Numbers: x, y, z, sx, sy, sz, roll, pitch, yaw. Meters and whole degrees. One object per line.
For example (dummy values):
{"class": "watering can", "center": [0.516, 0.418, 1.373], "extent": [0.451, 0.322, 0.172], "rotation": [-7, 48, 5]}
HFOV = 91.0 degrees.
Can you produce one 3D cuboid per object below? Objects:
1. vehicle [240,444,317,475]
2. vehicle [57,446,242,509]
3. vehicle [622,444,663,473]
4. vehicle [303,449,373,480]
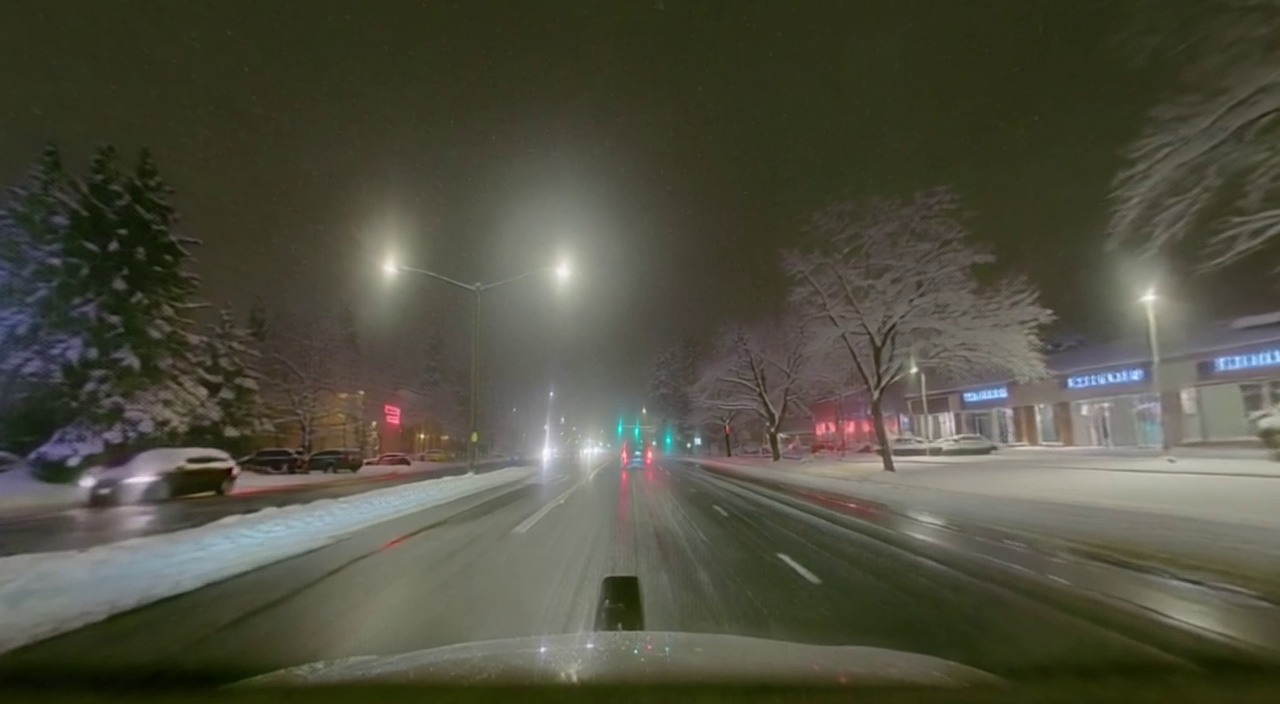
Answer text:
{"class": "vehicle", "center": [-24.233, 7.196, 42.465], "extent": [2.146, 1.939, 5.462], "rotation": [1, -9, -3]}
{"class": "vehicle", "center": [-15.830, 4.023, 20.792], "extent": [2.149, 1.795, 4.980], "rotation": [0, -9, -1]}
{"class": "vehicle", "center": [0.089, 5.688, 33.778], "extent": [1.998, 1.452, 3.773], "rotation": [0, -9, -2]}
{"class": "vehicle", "center": [-19.528, 7.275, 40.955], "extent": [2.072, 1.804, 5.136], "rotation": [-1, -9, -1]}
